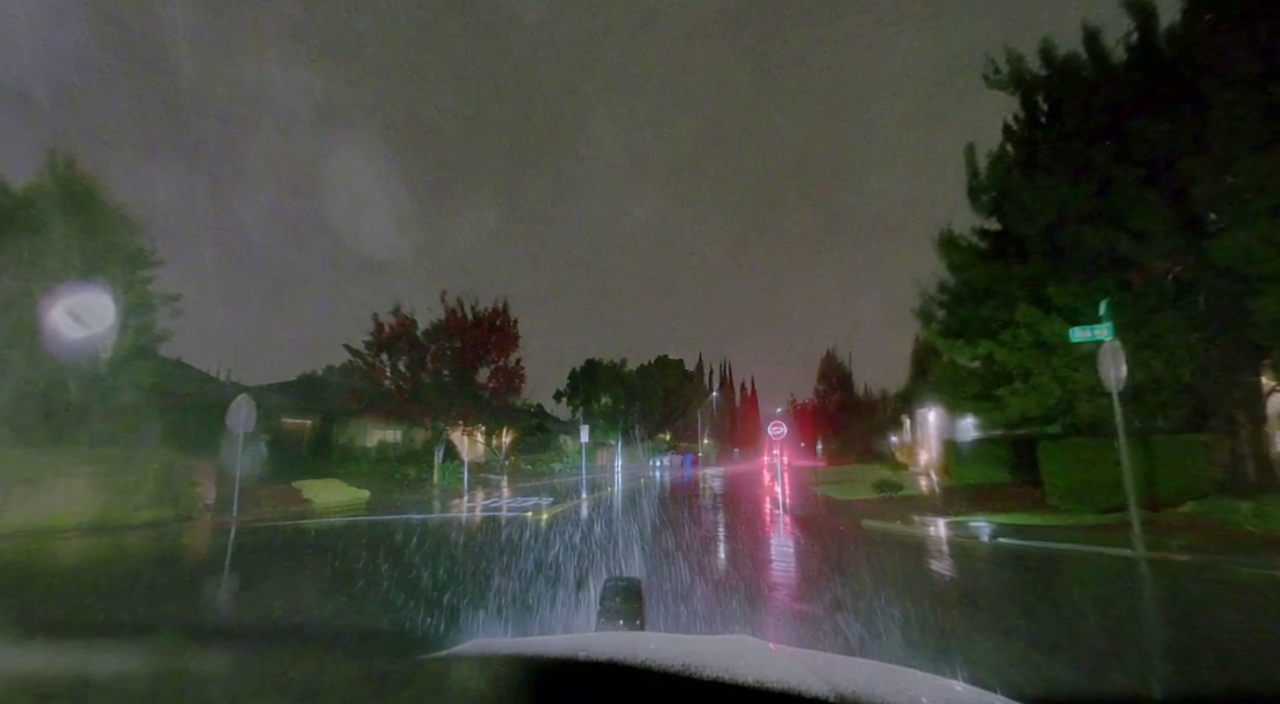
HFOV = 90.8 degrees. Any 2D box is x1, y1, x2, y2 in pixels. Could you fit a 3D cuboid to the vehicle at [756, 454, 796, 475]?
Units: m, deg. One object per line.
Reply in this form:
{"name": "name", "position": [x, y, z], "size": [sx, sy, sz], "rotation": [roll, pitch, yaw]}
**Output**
{"name": "vehicle", "position": [10.487, 8.575, 48.460], "size": [2.045, 1.478, 4.914], "rotation": [-4, -9, 23]}
